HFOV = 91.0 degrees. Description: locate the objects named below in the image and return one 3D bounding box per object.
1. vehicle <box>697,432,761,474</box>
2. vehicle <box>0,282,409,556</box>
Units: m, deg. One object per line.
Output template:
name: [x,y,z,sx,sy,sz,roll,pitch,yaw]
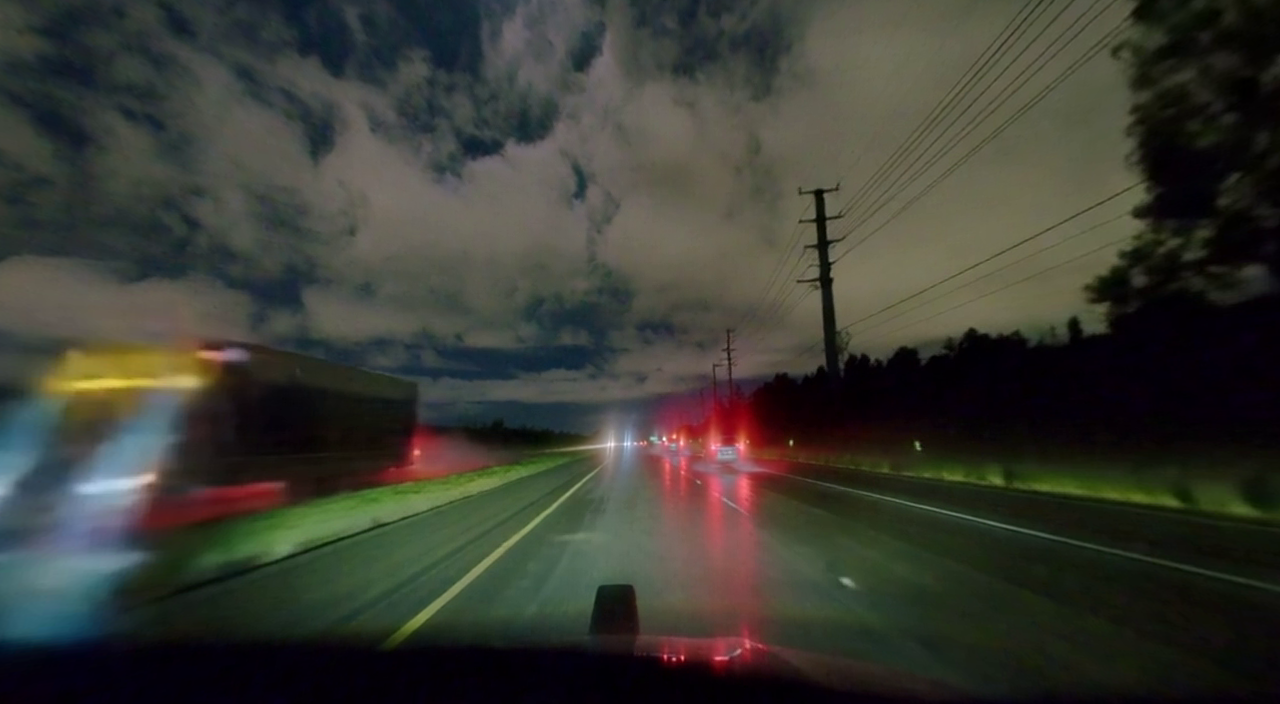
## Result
vehicle: [3.605,4.211,26.424,1.977,1.581,4.428,-1,-8,-1]
vehicle: [-11.105,2.127,17.560,3.267,4.085,16.559,-1,-8,-1]
